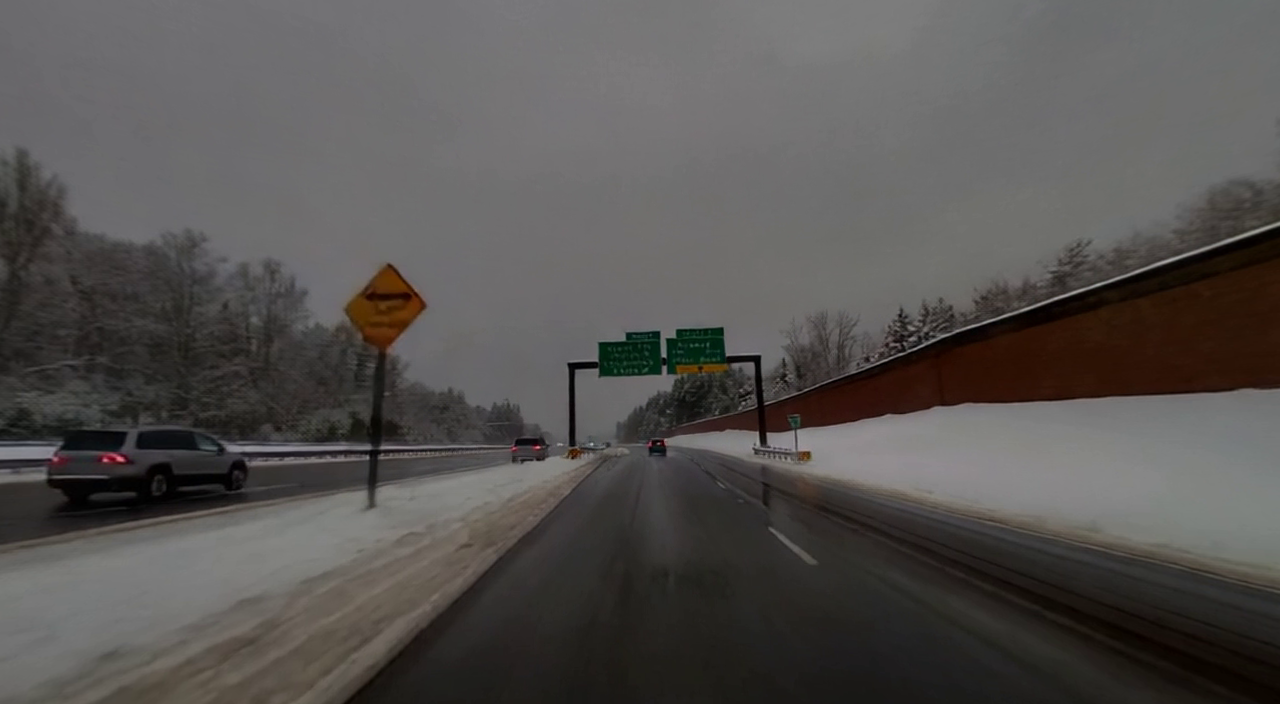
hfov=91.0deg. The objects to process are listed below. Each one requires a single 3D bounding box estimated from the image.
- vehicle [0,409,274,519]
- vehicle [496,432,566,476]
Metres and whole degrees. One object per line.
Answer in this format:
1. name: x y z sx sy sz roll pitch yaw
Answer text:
1. vehicle: -9.294 2.025 11.814 2.025 1.618 4.683 0 -8 0
2. vehicle: -4.549 4.361 27.107 2.151 1.707 4.759 0 -8 0
